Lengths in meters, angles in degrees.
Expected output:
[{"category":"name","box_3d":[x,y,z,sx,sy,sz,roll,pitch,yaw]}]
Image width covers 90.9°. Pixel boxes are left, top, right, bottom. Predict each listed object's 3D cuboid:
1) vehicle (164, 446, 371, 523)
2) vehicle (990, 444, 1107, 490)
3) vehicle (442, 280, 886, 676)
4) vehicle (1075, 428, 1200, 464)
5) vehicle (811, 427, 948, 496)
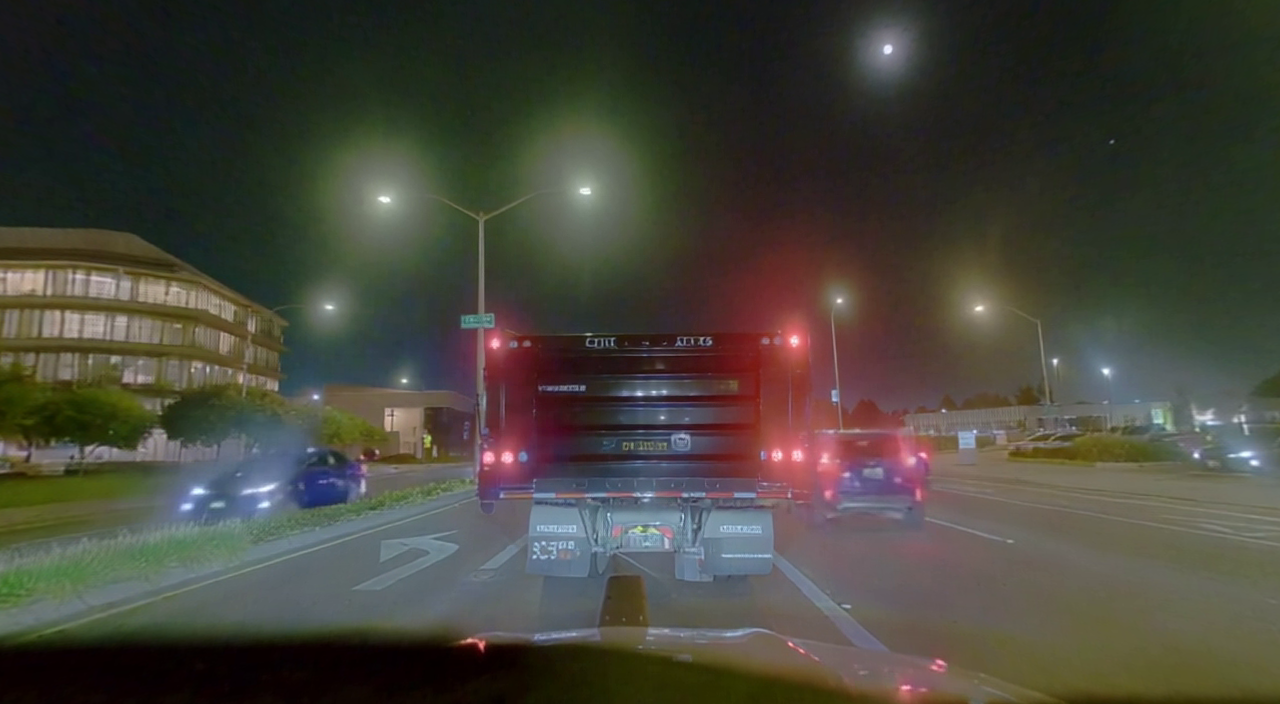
[{"category":"vehicle","box_3d":[-8.373,2.965,14.837,2.006,1.479,4.643,-1,-8,0]},{"category":"vehicle","box_3d":[14.283,4.005,22.338,1.702,1.475,3.670,-1,-8,1]},{"category":"vehicle","box_3d":[0.267,1.247,7.403,2.650,2.391,7.008,-1,-8,2]},{"category":"vehicle","box_3d":[23.118,4.388,29.439,4.171,1.614,1.894,-1,-8,1]},{"category":"vehicle","box_3d":[7.151,3.325,19.591,2.363,1.825,4.989,-1,-8,1]}]
